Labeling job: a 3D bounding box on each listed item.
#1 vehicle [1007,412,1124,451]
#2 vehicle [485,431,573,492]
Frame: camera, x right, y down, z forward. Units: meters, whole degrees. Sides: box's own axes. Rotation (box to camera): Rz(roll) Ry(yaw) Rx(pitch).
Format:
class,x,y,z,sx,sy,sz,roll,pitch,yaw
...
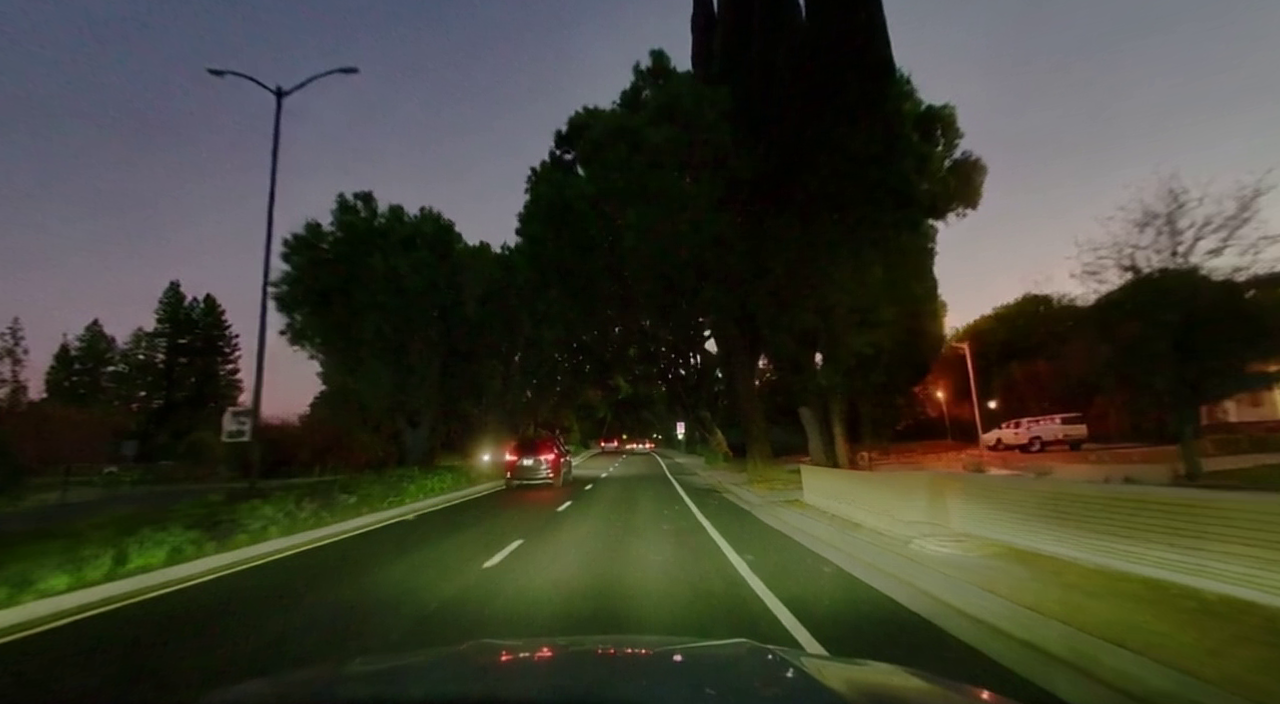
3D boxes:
class,x,y,z,sx,sy,sz,roll,pitch,yaw
vehicle,17.876,3.445,26.854,1.939,1.477,5.129,-1,-9,7
vehicle,-3.517,3.572,20.919,2.073,1.770,4.302,0,-8,1
